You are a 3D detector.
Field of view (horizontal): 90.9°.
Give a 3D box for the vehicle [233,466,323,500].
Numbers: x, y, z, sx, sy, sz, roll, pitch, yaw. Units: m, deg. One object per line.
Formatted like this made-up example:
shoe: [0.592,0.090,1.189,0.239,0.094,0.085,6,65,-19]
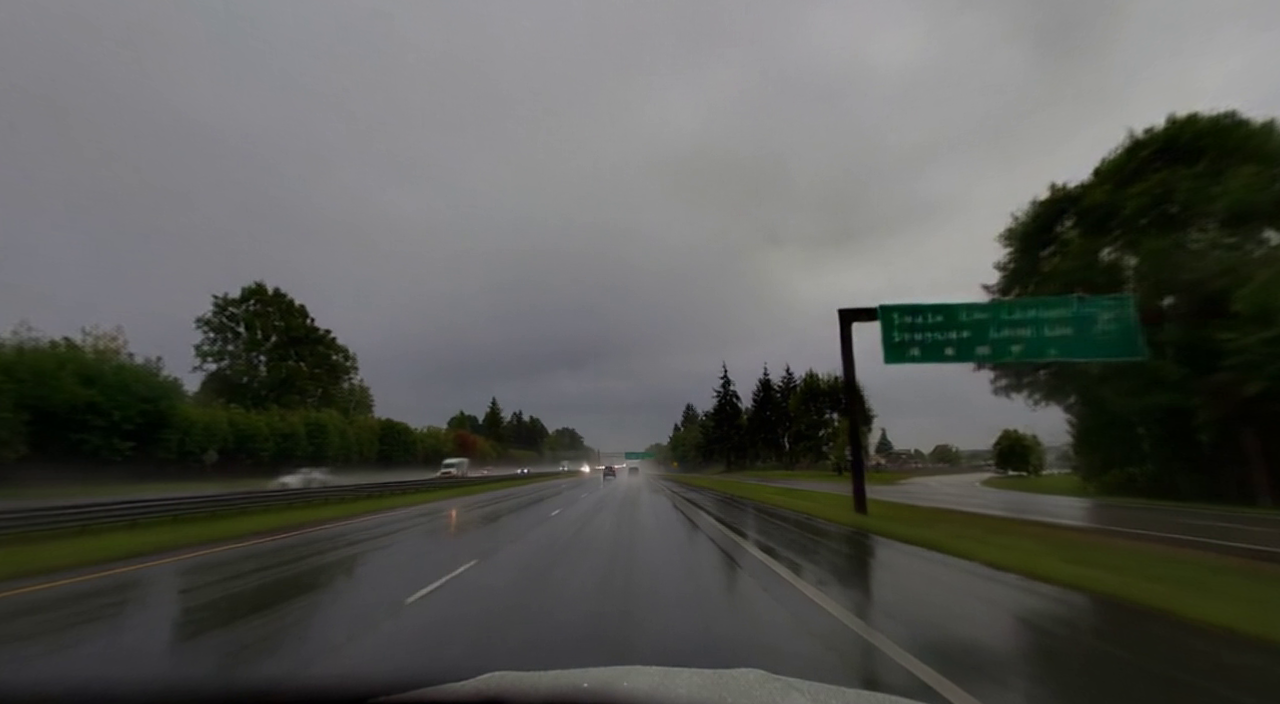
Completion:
vehicle: [-16.749,6.073,29.370,1.856,1.437,3.849,1,-10,0]
